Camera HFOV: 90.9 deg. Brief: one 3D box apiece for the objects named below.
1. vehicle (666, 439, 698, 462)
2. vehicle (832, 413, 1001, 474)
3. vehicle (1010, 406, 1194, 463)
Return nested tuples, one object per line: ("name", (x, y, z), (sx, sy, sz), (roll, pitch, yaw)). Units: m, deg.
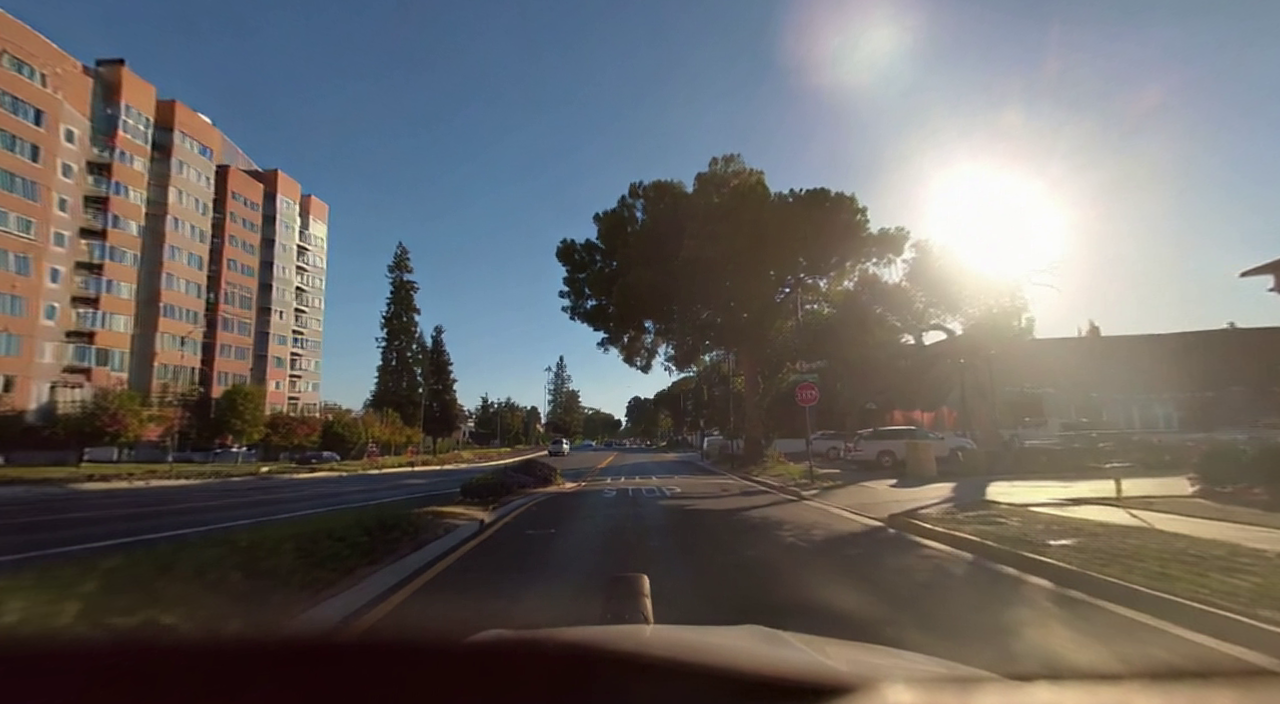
("vehicle", (2.901, 6.884, 44.134), (1.990, 1.508, 4.123), (0, -9, 1))
("vehicle", (9.581, 3.232, 22.219), (4.823, 1.667, 2.165), (-4, -9, 0))
("vehicle", (15.946, 2.882, 21.988), (4.730, 1.862, 1.987), (0, -9, 1))
